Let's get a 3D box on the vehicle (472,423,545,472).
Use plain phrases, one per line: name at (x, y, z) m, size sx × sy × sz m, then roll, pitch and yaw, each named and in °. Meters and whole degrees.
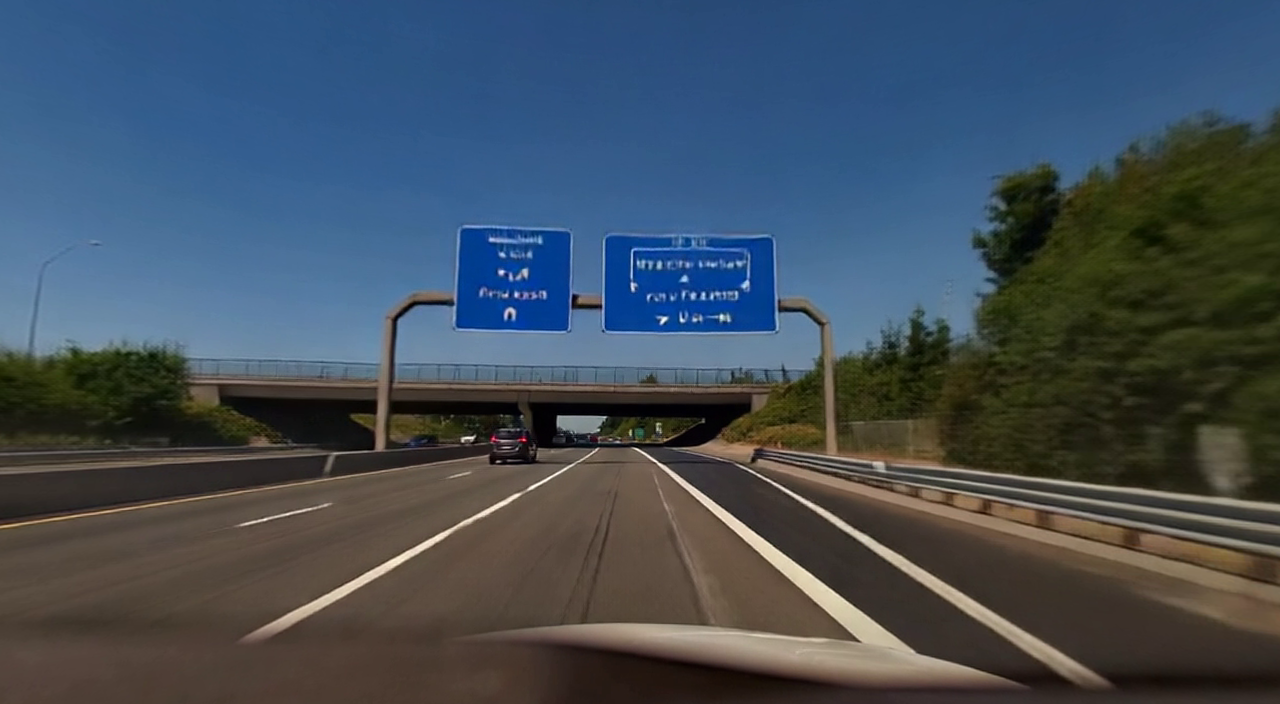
vehicle at (-4.964, 3.647, 24.314) m, size 2.007 × 1.727 × 4.040 m, roll 0°, pitch -8°, yaw -1°
